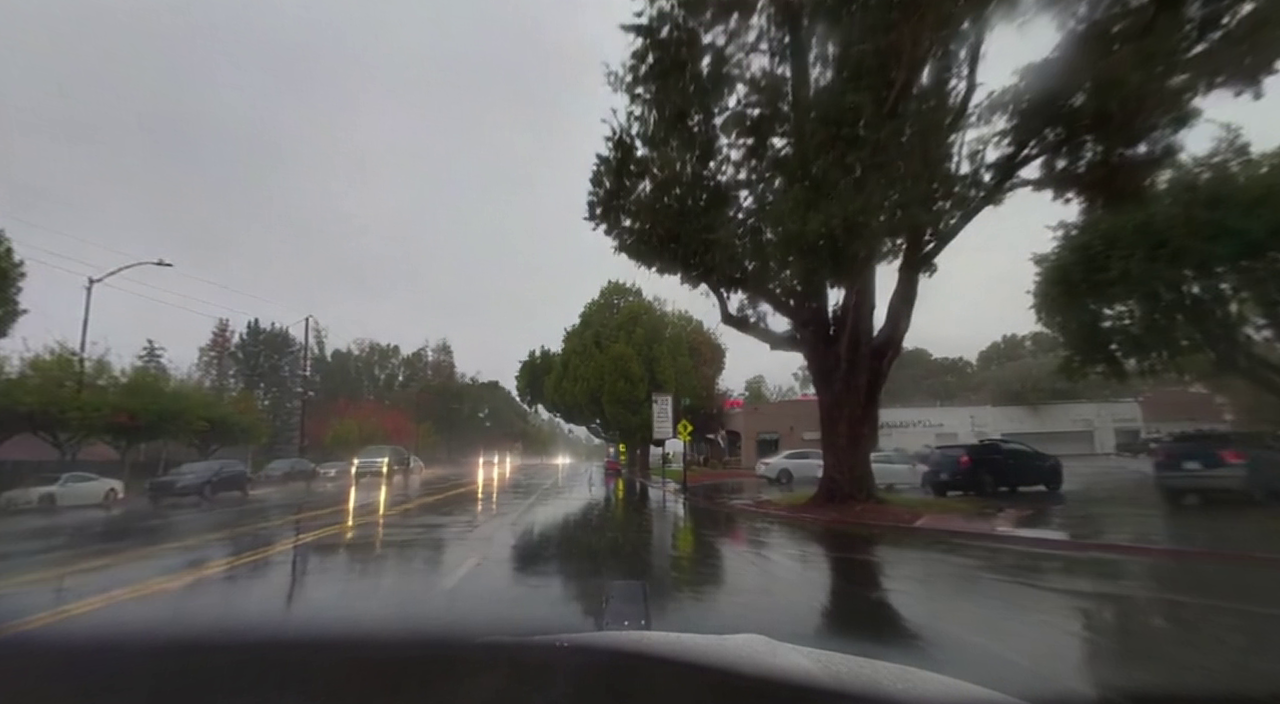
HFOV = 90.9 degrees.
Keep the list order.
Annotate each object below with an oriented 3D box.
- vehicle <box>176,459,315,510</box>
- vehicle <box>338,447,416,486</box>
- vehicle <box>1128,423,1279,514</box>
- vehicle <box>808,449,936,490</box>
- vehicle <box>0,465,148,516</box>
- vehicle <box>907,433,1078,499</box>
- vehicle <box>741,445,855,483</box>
[{"bbox_3d":[-12.875,4.306,20.993,1.951,1.436,4.624,1,-9,-5],"label":"vehicle"},{"bbox_3d":[-14.569,6.360,35.360,2.228,1.976,5.857,1,-9,-5],"label":"vehicle"},{"bbox_3d":[14.406,2.628,14.553,5.314,1.829,2.018,3,-9,-16],"label":"vehicle"},{"bbox_3d":[8.840,4.463,24.160,4.257,1.474,1.751,2,-9,-11],"label":"vehicle"},{"bbox_3d":[-20.145,4.826,22.360,1.842,1.474,4.712,1,-9,-5],"label":"vehicle"},{"bbox_3d":[10.570,3.378,18.904,4.669,1.770,1.896,4,-10,-23],"label":"vehicle"},{"bbox_3d":[7.512,5.357,30.262,4.843,1.748,1.985,1,-9,-8],"label":"vehicle"}]
